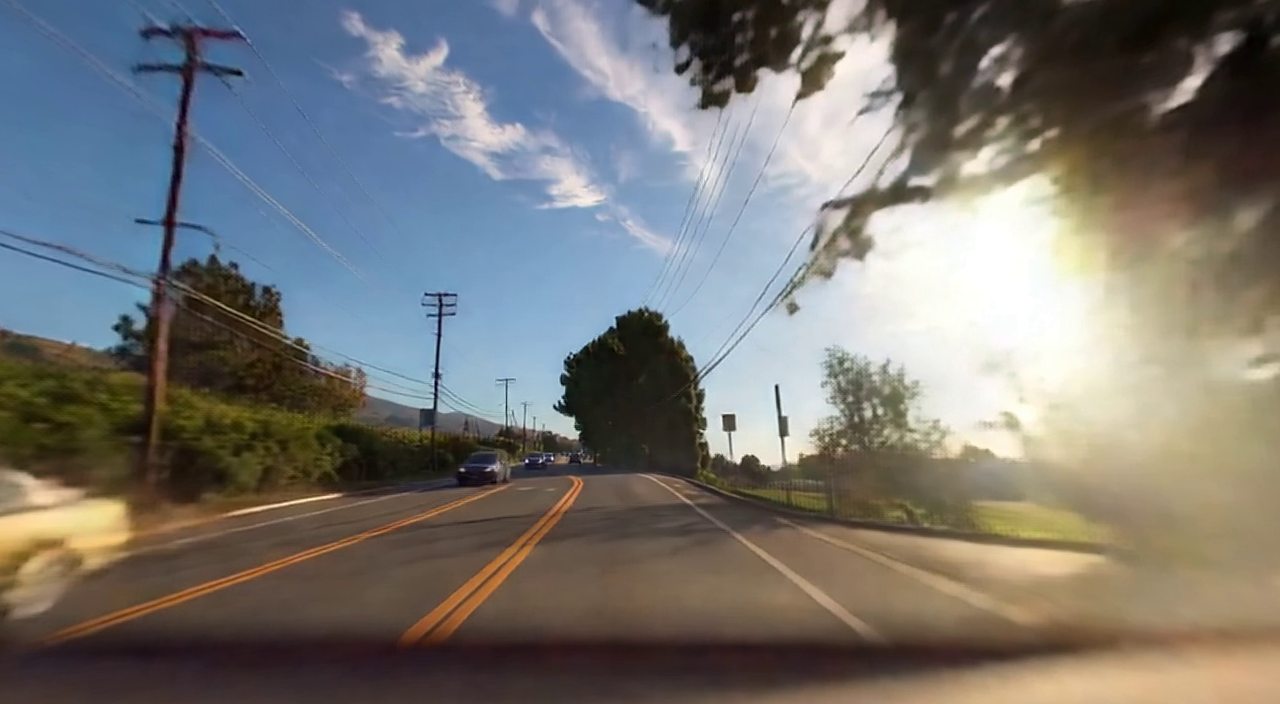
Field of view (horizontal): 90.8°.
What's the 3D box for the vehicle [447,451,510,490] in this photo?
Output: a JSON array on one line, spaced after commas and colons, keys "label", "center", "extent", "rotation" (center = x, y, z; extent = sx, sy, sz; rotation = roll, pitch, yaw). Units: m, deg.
[{"label": "vehicle", "center": [-7.647, 5.647, 30.394], "extent": [2.116, 1.672, 4.438], "rotation": [0, -9, -4]}]
